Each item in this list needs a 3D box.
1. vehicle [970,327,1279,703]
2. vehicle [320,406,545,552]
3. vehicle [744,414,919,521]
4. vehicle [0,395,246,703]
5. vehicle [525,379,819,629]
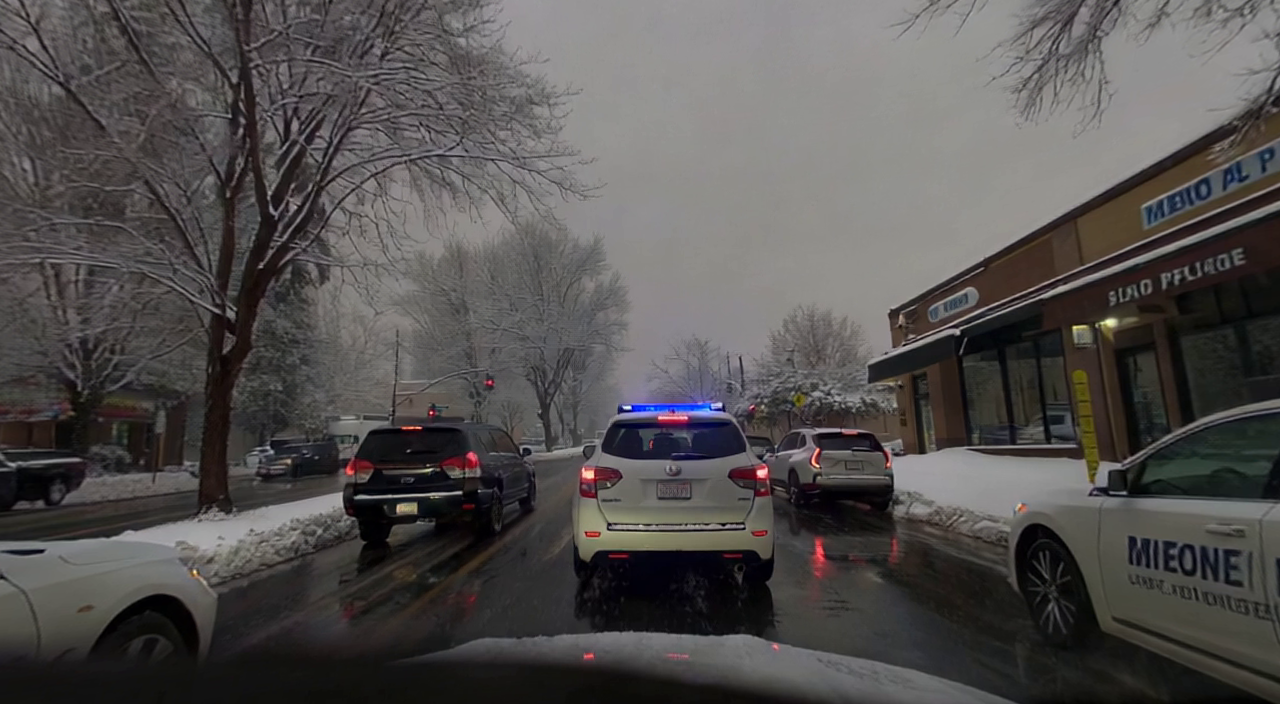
[{"bbox_3d":[4.038,0.922,3.258,1.987,1.877,5.330,4,-8,2],"label":"vehicle"},{"bbox_3d":[-2.937,1.923,10.205,2.135,1.806,4.514,0,-8,-1],"label":"vehicle"},{"bbox_3d":[4.030,2.560,14.530,2.038,1.865,5.786,3,-9,-2],"label":"vehicle"},{"bbox_3d":[-2.891,0.726,0.920,1.908,1.474,4.257,0,-8,-1],"label":"vehicle"},{"bbox_3d":[0.214,1.377,6.567,2.075,1.770,4.018,0,-8,0],"label":"vehicle"}]
